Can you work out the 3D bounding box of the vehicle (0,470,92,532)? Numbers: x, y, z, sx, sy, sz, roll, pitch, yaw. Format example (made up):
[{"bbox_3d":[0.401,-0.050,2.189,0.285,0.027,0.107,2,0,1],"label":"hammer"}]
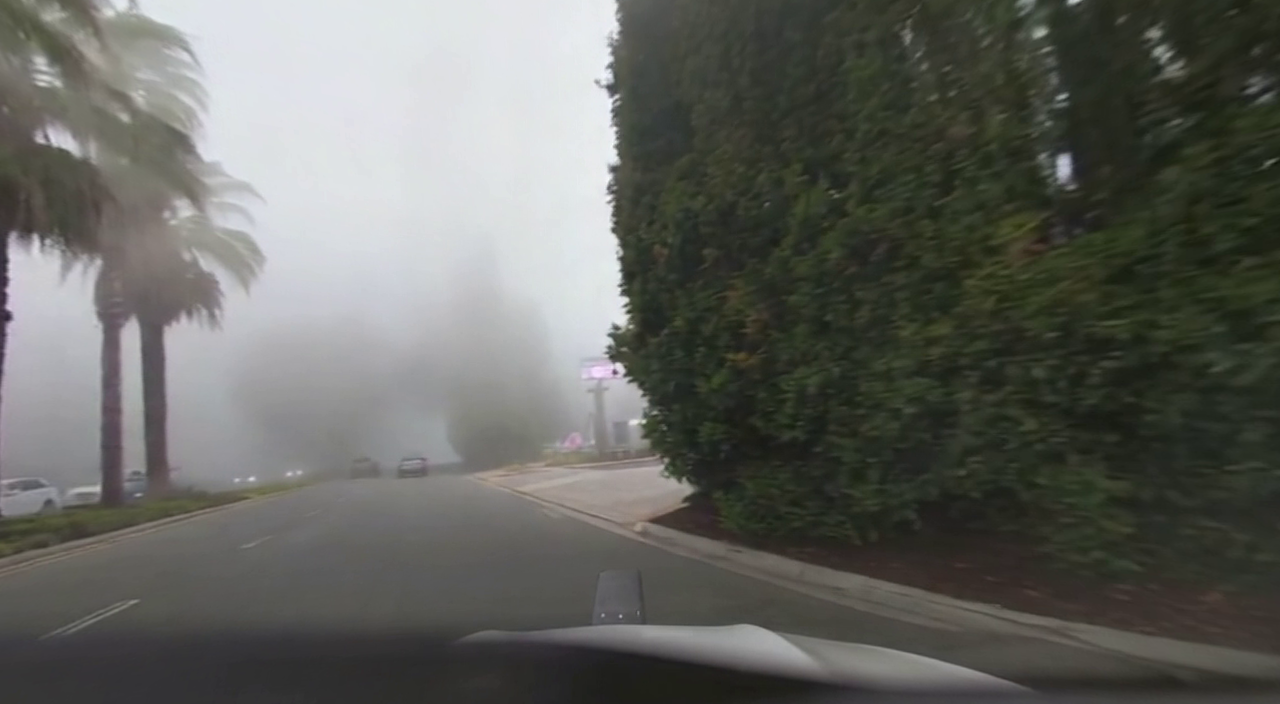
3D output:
[{"bbox_3d":[-20.835,4.878,21.061,2.199,1.696,4.440,3,-9,-18],"label":"vehicle"}]

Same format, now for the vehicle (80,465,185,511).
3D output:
[{"bbox_3d":[-24.189,6.456,30.399,2.306,1.807,4.927,3,-9,-19],"label":"vehicle"}]
